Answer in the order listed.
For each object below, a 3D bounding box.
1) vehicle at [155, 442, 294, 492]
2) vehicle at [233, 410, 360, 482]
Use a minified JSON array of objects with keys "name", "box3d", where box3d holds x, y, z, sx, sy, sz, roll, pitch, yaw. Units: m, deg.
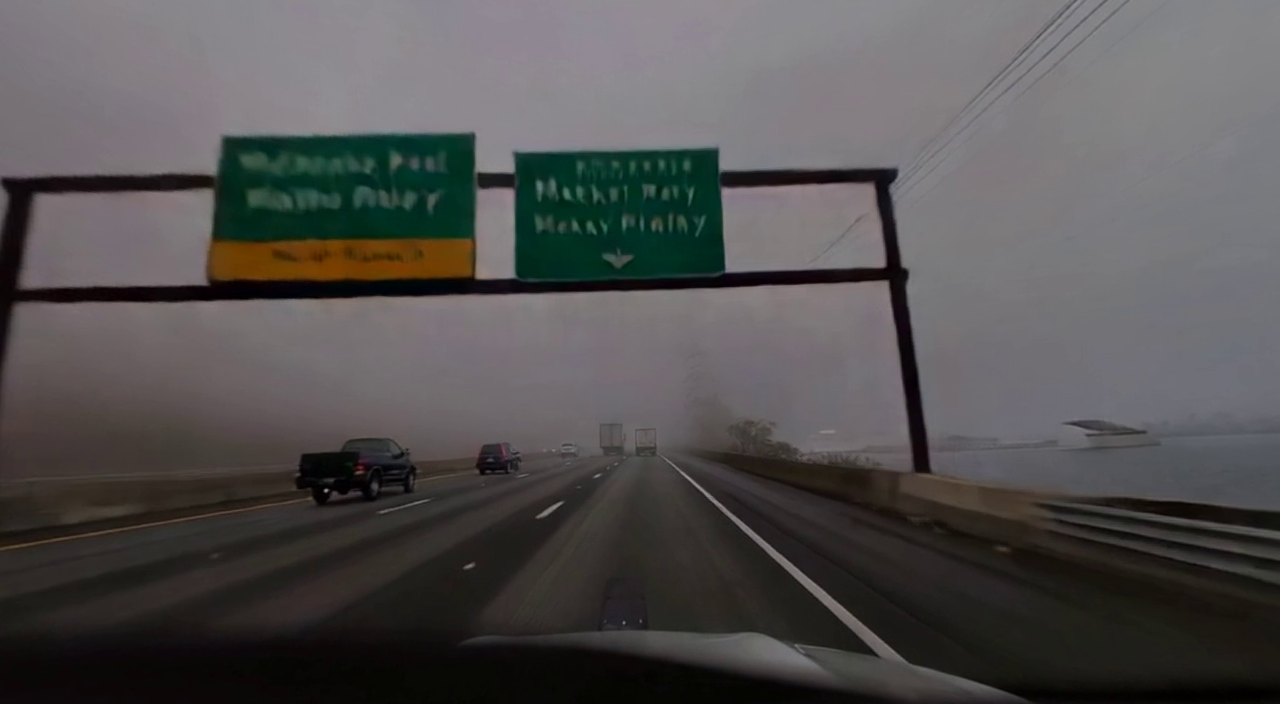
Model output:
[{"name":"vehicle","box3d":[-17.091,4.696,26.358,2.205,1.847,5.210,0,-8,1]},{"name":"vehicle","box3d":[-20.737,5.774,38.846,2.897,3.919,8.383,0,-8,1]}]
